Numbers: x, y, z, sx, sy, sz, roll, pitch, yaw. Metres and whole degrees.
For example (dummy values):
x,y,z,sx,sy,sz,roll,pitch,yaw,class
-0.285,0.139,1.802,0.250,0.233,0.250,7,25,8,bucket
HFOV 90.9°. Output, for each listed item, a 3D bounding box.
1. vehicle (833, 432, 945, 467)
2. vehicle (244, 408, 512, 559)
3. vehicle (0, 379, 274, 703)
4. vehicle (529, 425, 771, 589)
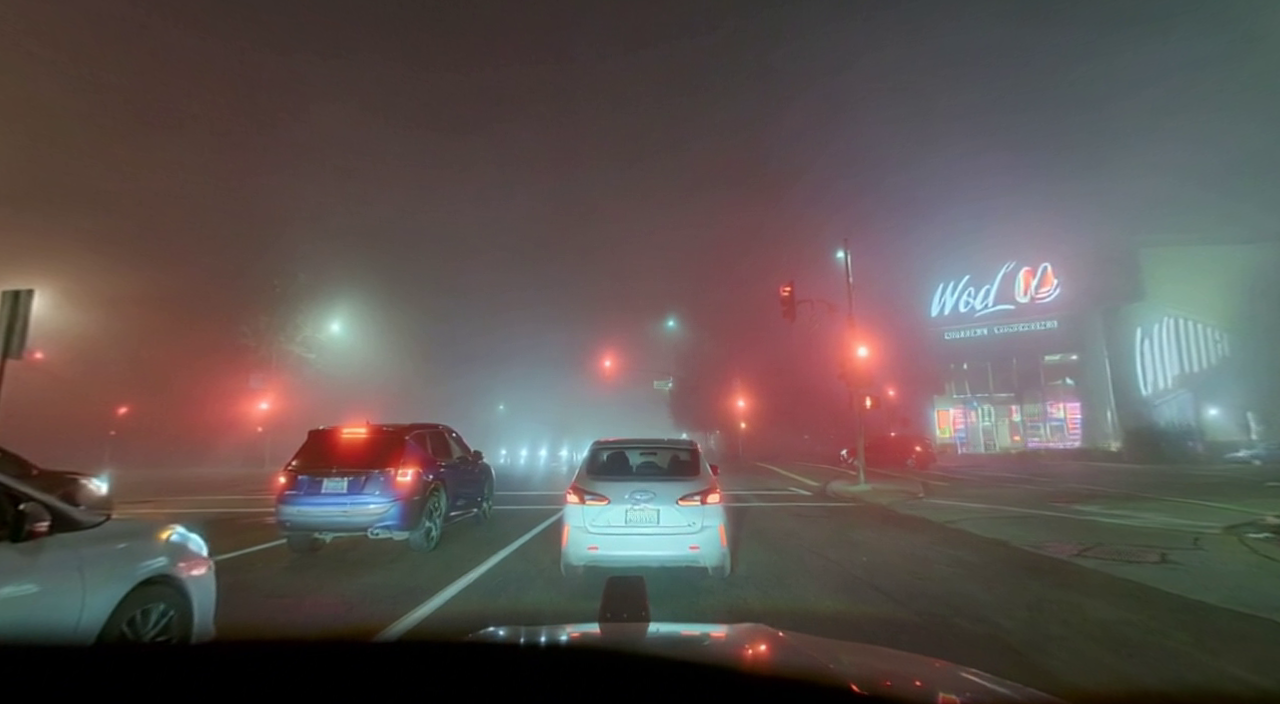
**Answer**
x,y,z,sx,sy,sz,roll,pitch,yaw,class
12.950,5.096,33.016,5.032,1.762,1.982,0,-8,0,vehicle
-3.450,1.821,9.408,2.009,1.704,4.230,0,-8,3,vehicle
-3.334,0.783,1.707,2.029,1.517,4.375,0,-8,0,vehicle
0.177,1.731,7.894,2.258,1.507,3.896,-1,-8,3,vehicle
